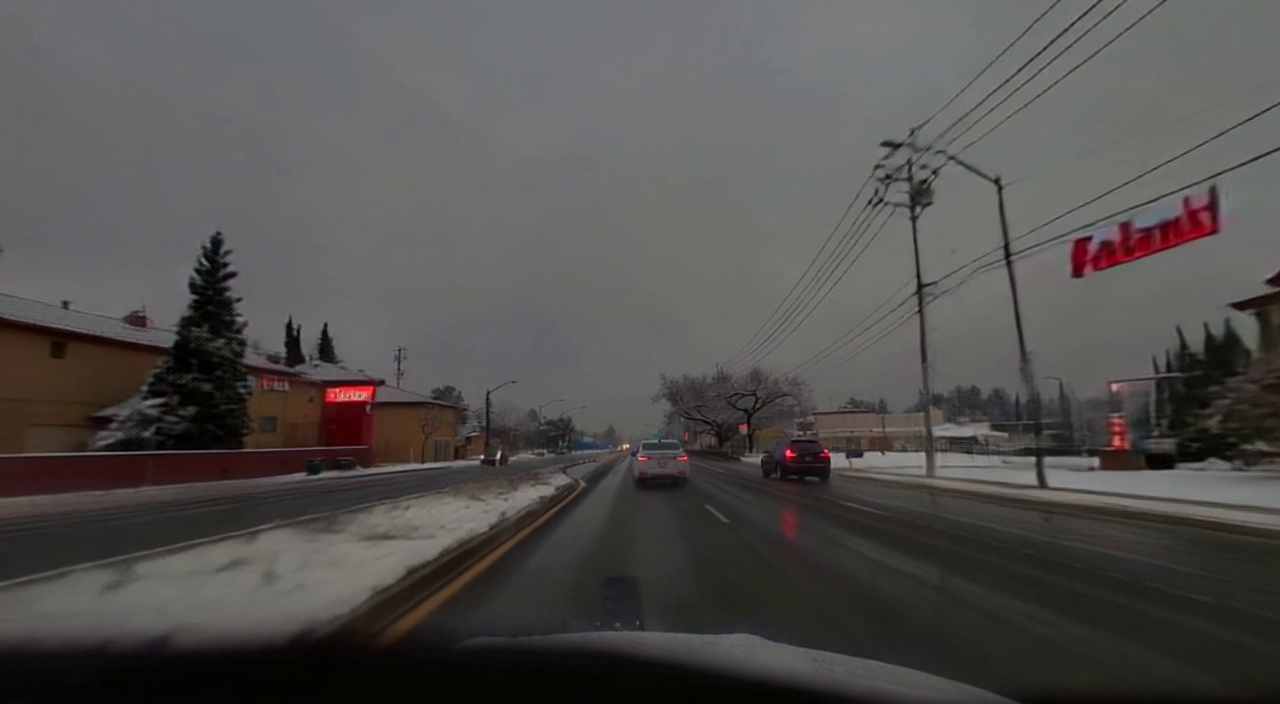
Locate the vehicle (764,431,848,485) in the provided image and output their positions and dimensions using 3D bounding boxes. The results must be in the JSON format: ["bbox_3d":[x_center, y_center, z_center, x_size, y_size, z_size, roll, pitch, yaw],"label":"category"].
[{"bbox_3d":[6.314,4.107,24.493,2.061,1.889,4.268,0,-9,0],"label":"vehicle"}]

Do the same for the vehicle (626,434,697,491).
[{"bbox_3d":[0.645,3.672,21.204,2.138,1.702,4.168,0,-9,0],"label":"vehicle"}]
